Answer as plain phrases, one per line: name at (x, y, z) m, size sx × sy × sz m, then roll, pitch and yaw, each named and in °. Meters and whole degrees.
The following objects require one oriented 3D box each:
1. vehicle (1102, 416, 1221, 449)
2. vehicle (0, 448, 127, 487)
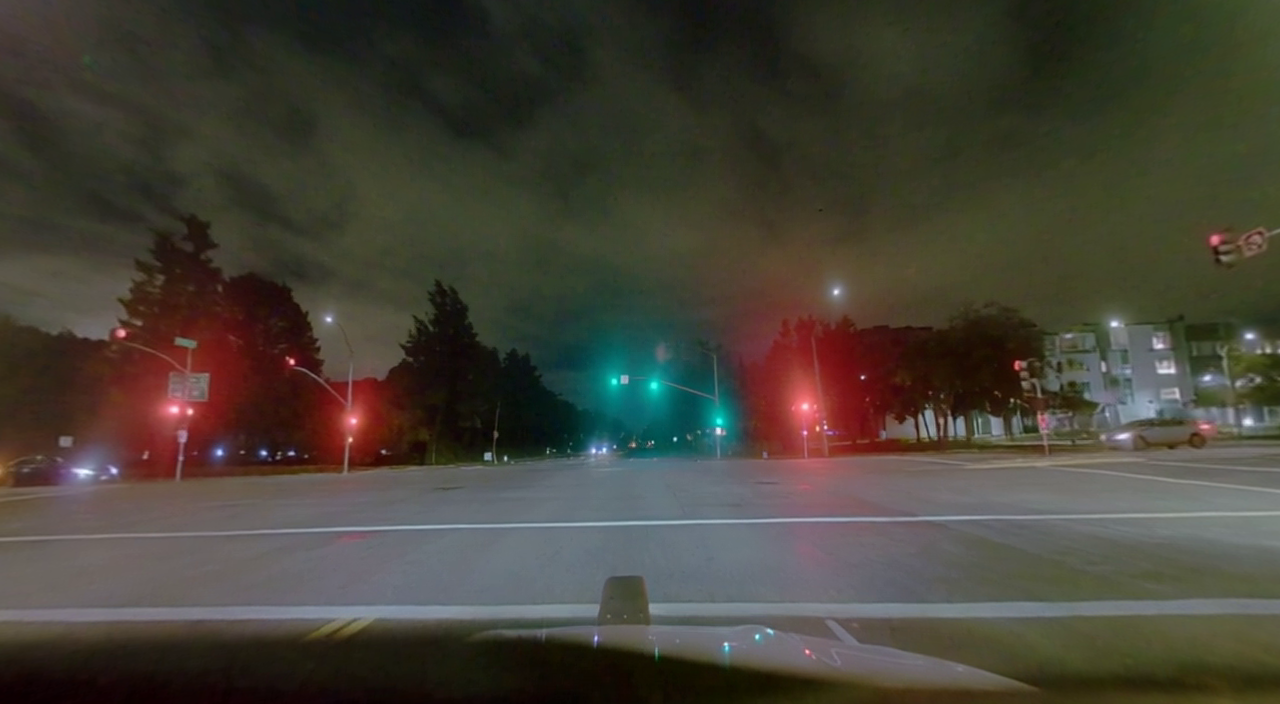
vehicle at (27.440, 4.276, 33.285) m, size 4.483 × 1.691 × 1.949 m, roll 0°, pitch -8°, yaw 2°
vehicle at (-25.182, 4.964, 27.257) m, size 4.332 × 1.573 × 1.900 m, roll 0°, pitch -8°, yaw 3°
